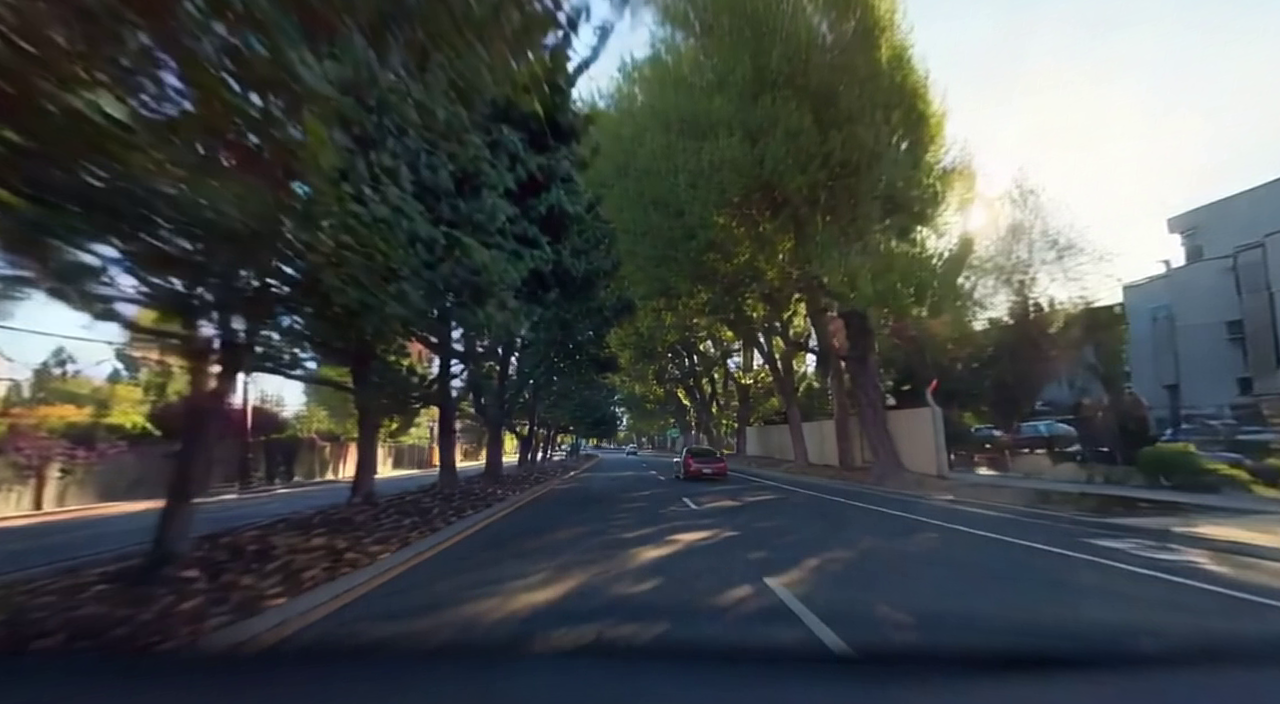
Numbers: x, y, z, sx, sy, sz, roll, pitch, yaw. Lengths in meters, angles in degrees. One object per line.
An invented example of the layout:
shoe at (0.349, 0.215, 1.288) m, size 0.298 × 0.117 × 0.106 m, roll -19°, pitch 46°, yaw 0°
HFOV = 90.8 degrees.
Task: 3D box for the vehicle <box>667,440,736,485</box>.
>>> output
vehicle at (2.184, 4.087, 23.714) m, size 1.985 × 1.529 × 4.316 m, roll 0°, pitch -9°, yaw -2°
